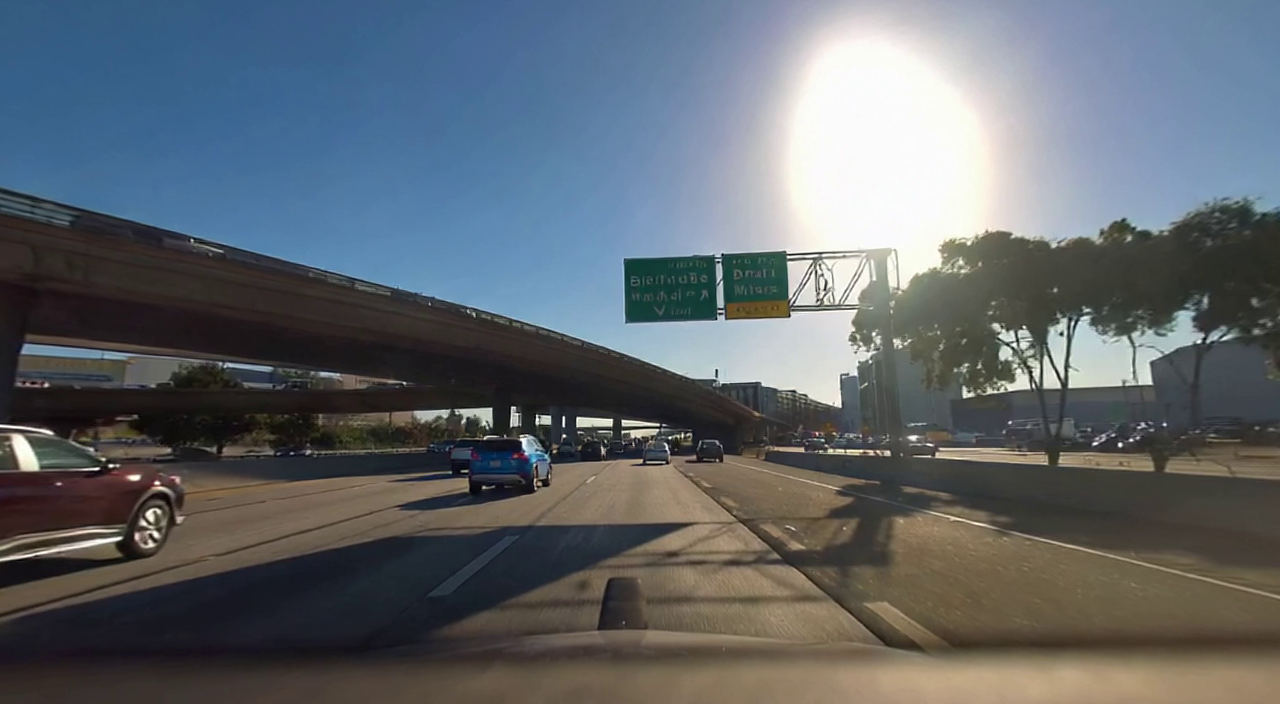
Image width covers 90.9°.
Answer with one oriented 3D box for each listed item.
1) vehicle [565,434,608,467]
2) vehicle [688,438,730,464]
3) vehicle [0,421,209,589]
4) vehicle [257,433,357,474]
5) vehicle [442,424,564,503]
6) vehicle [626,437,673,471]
[{"bbox_3d":[-2.961,5.557,35.847,2.007,1.730,4.412,0,-8,0],"label":"vehicle"},{"bbox_3d":[4.116,5.994,38.368,1.980,1.492,4.442,0,-8,-1],"label":"vehicle"},{"bbox_3d":[-6.620,1.476,6.349,1.831,1.486,3.778,0,-8,1],"label":"vehicle"},{"bbox_3d":[-15.024,4.601,28.766,2.011,1.708,4.556,0,-8,0],"label":"vehicle"},{"bbox_3d":[-3.204,2.721,15.798,1.961,1.687,4.453,0,-8,1],"label":"vehicle"},{"bbox_3d":[0.408,4.786,29.717,2.090,1.474,3.970,0,-8,0],"label":"vehicle"}]
